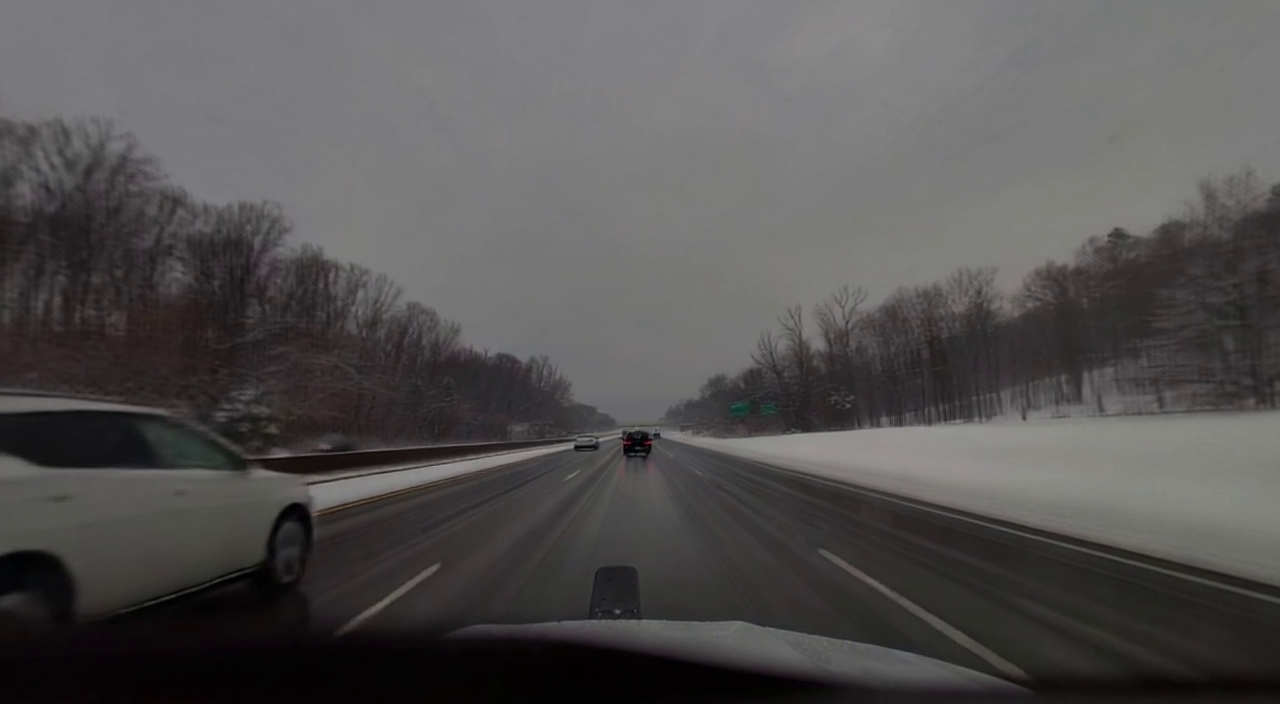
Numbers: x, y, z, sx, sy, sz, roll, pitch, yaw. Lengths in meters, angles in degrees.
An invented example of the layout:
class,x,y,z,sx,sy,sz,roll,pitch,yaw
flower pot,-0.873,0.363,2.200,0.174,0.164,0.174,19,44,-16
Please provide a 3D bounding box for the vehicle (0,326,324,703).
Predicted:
class,x,y,z,sx,sy,sz,roll,pitch,yaw
vehicle,-3.813,0.806,2.901,2.251,1.749,4.820,0,-8,-1

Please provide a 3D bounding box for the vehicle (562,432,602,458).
class,x,y,z,sx,sy,sz,roll,pitch,yaw
vehicle,-3.560,5.794,39.438,2.030,1.491,4.046,0,-8,1

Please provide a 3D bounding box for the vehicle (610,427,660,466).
class,x,y,z,sx,sy,sz,roll,pitch,yaw
vehicle,-0.209,4.334,29.180,2.134,1.654,4.174,0,-8,0
